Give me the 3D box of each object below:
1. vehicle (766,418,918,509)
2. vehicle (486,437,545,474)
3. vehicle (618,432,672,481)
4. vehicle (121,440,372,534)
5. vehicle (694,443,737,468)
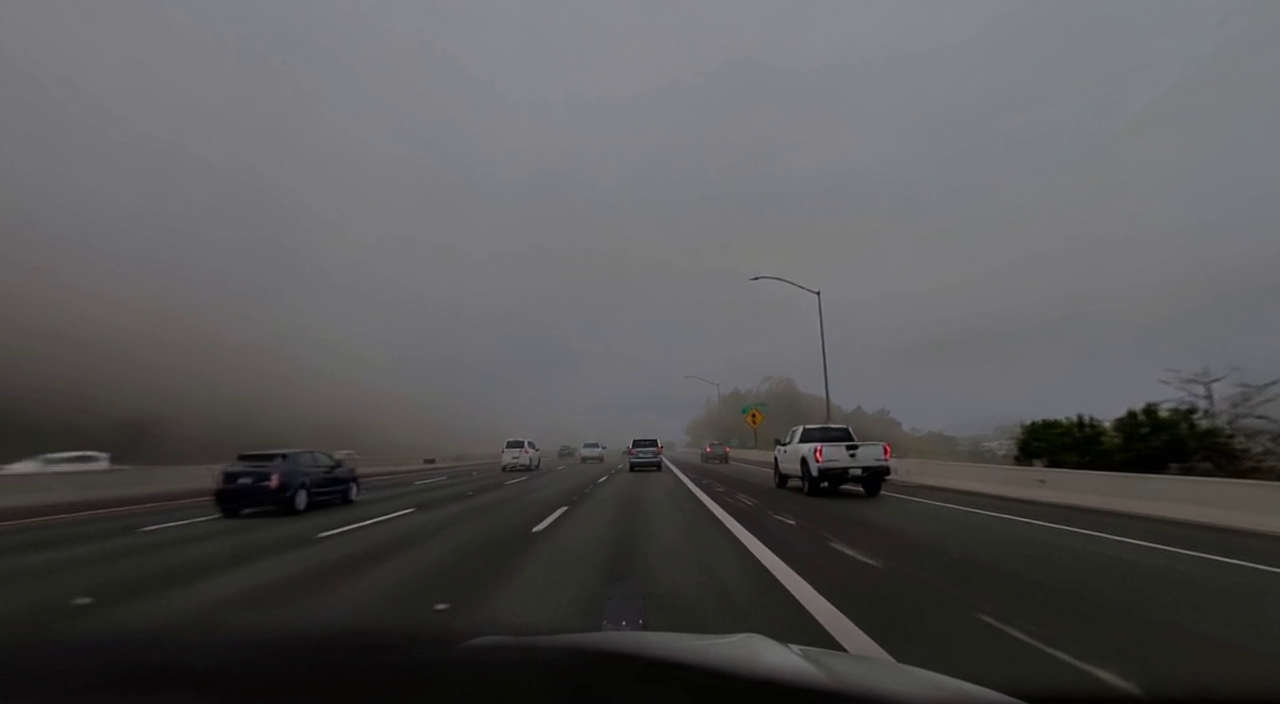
[{"bbox_3d":[4.669,2.651,15.461,2.029,1.859,4.669,0,-8,-2],"label":"vehicle"},{"bbox_3d":[-6.534,5.490,33.698,2.160,1.799,5.001,0,-8,0],"label":"vehicle"},{"bbox_3d":[0.178,4.251,25.917,2.052,1.808,3.898,0,-8,-1],"label":"vehicle"},{"bbox_3d":[-7.398,2.537,12.657,1.916,1.482,4.908,0,-8,0],"label":"vehicle"},{"bbox_3d":[4.622,6.360,39.050,1.998,1.456,4.338,0,-8,-2],"label":"vehicle"}]
